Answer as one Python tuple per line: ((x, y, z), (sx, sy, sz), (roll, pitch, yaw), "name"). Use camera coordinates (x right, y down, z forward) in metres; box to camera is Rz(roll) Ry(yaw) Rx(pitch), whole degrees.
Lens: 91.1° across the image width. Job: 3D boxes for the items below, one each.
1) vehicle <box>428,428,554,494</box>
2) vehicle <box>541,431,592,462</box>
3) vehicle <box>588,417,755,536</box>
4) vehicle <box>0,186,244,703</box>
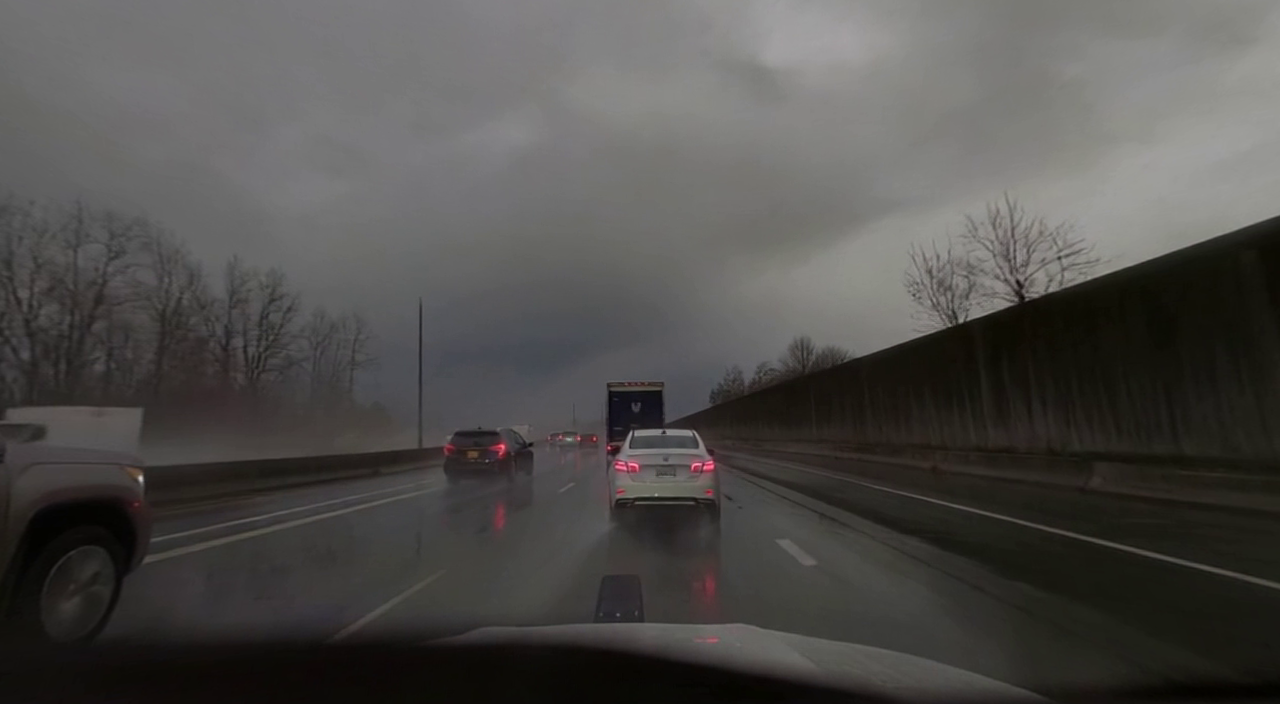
((-3.605, 2.713, 16.136), (2.087, 1.457, 4.313), (0, -8, 2), "vehicle")
((-3.621, 4.735, 31.656), (1.980, 1.491, 3.655), (0, -8, 2), "vehicle")
((0.430, 1.856, 10.051), (2.089, 1.485, 4.153), (0, -8, 1), "vehicle")
((-4.022, 0.316, 1.408), (2.386, 2.435, 5.831), (0, -8, 1), "vehicle")
